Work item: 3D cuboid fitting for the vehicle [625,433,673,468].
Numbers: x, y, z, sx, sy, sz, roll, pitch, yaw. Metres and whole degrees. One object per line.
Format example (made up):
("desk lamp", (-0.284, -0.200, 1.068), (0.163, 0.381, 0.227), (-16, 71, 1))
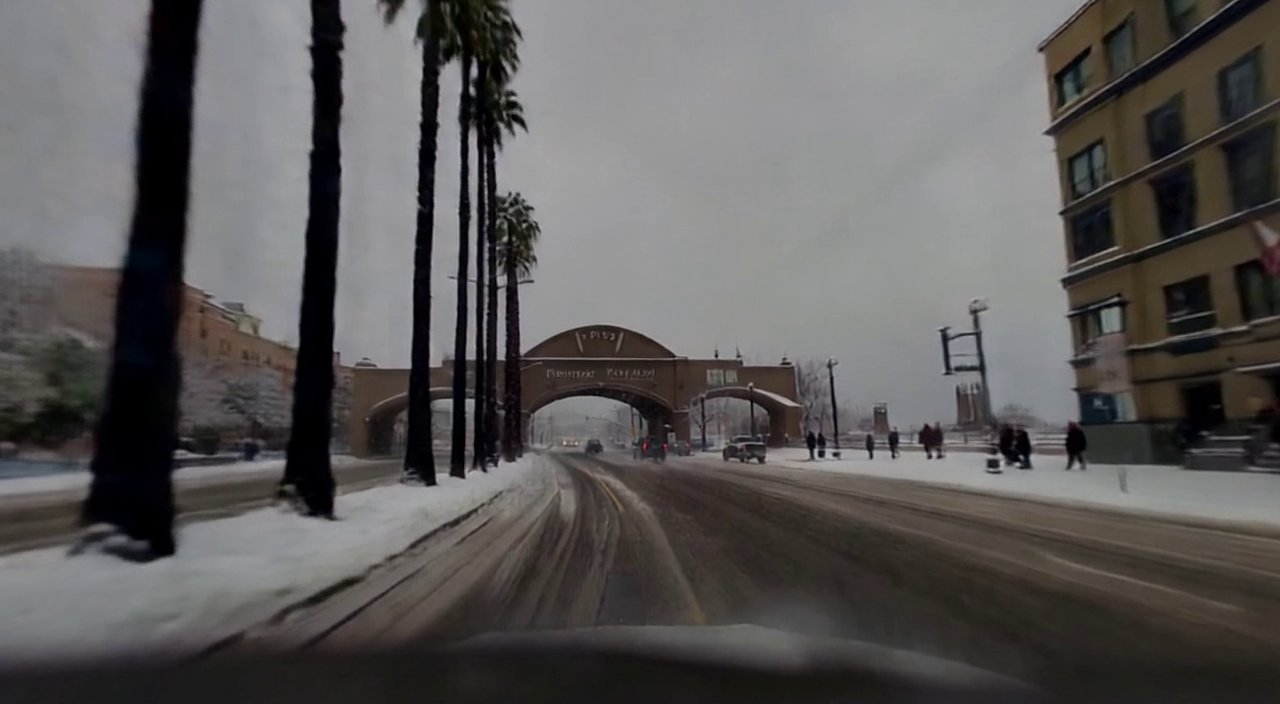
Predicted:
("vehicle", (0.447, 6.232, 40.205), (2.284, 2.010, 6.670), (1, -8, -5))

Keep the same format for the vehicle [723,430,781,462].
("vehicle", (7.736, 6.597, 44.326), (2.417, 2.030, 5.711), (1, -8, -7))
